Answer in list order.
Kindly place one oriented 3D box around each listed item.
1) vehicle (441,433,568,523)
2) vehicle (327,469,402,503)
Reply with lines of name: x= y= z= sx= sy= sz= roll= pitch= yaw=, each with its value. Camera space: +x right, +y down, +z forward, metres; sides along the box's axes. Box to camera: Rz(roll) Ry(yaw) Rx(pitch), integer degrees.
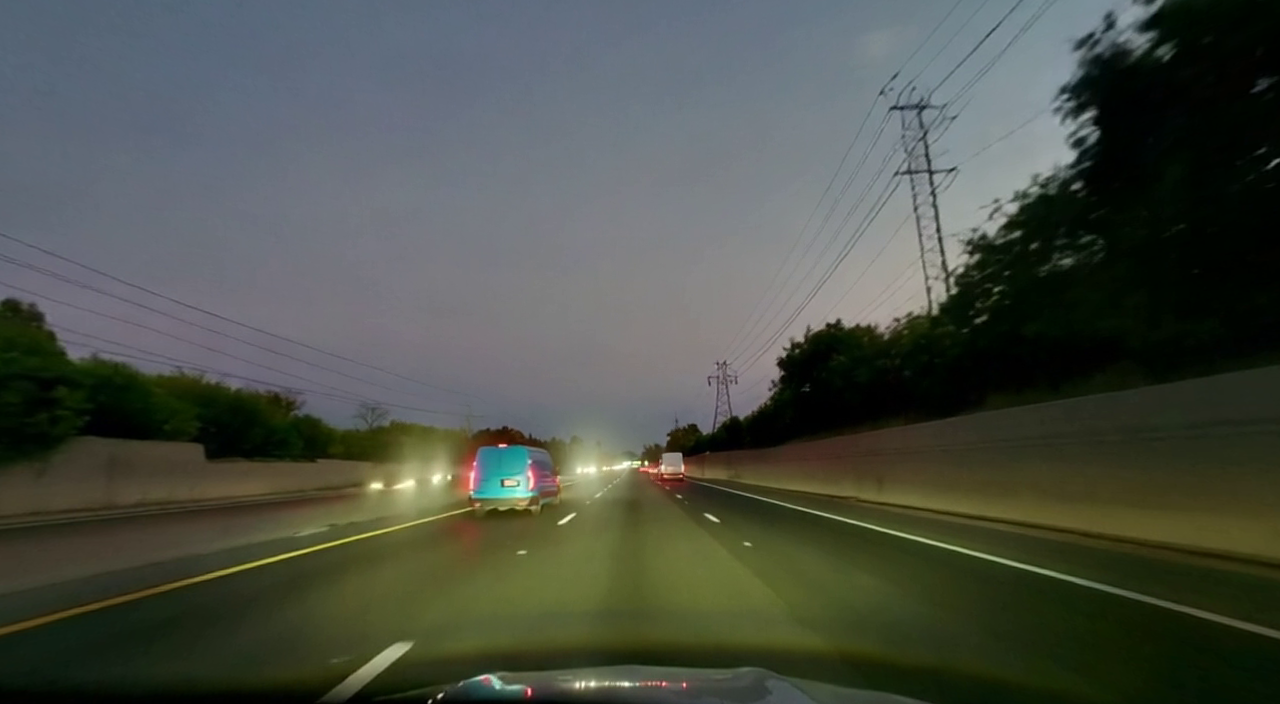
vehicle: x=-3.369 y=3.313 z=16.798 sx=2.324 sy=2.008 sz=4.654 roll=1 pitch=-11 yaw=0
vehicle: x=-13.600 y=6.626 z=31.359 sx=1.847 sy=1.490 sz=4.151 roll=1 pitch=-11 yaw=-1
